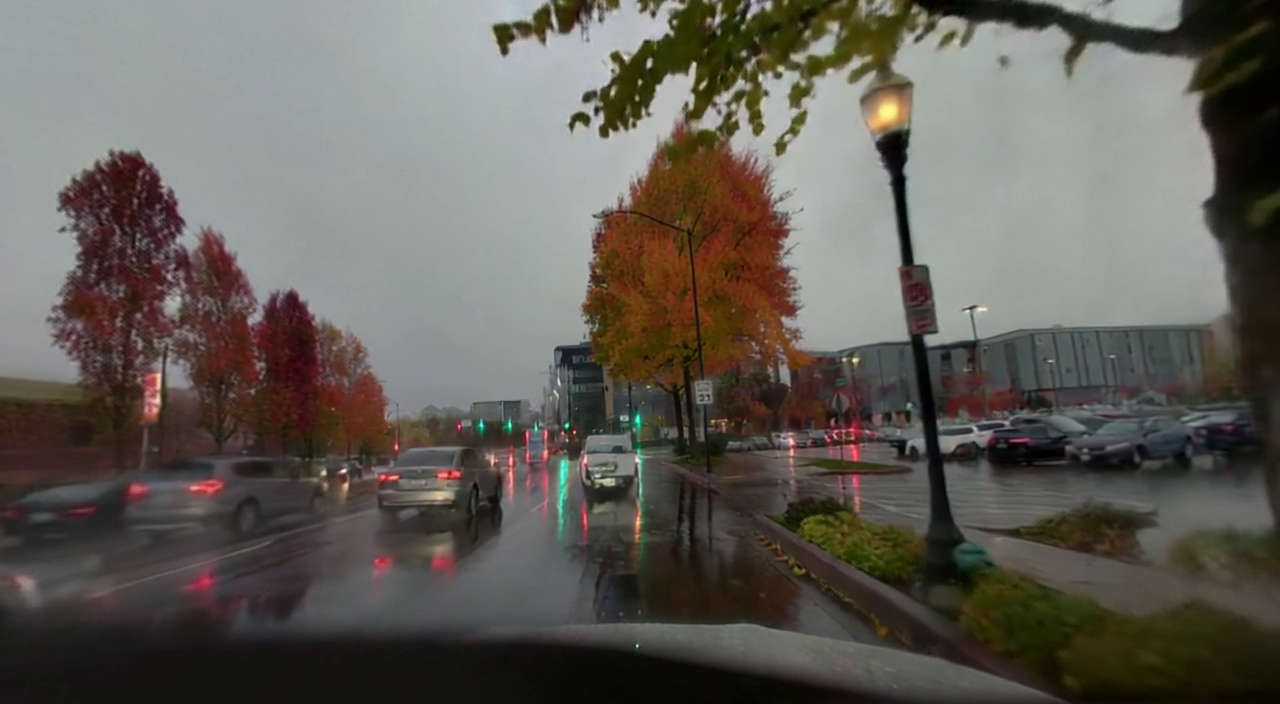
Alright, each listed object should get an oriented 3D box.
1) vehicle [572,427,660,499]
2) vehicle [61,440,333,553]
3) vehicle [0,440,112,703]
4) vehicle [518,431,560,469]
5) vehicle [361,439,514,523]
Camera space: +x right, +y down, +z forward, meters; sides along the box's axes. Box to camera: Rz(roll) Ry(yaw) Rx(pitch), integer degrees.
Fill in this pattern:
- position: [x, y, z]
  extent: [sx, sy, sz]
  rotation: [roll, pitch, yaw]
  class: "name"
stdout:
- position: [-0.707, 3.031, 17.498]
  extent: [2.144, 1.704, 4.028]
  rotation: [1, -9, -3]
  class: "vehicle"
- position: [-7.804, 2.524, 11.775]
  extent: [2.051, 1.681, 4.193]
  rotation: [1, -9, -1]
  class: "vehicle"
- position: [-4.217, 0.869, 1.022]
  extent: [2.090, 1.506, 5.326]
  rotation: [1, -9, 0]
  class: "vehicle"
- position: [-5.764, 5.668, 36.358]
  extent: [2.082, 2.018, 4.308]
  rotation: [2, -9, -6]
  class: "vehicle"
- position: [-4.307, 2.804, 14.285]
  extent: [1.974, 1.549, 4.603]
  rotation: [1, -9, -1]
  class: "vehicle"
